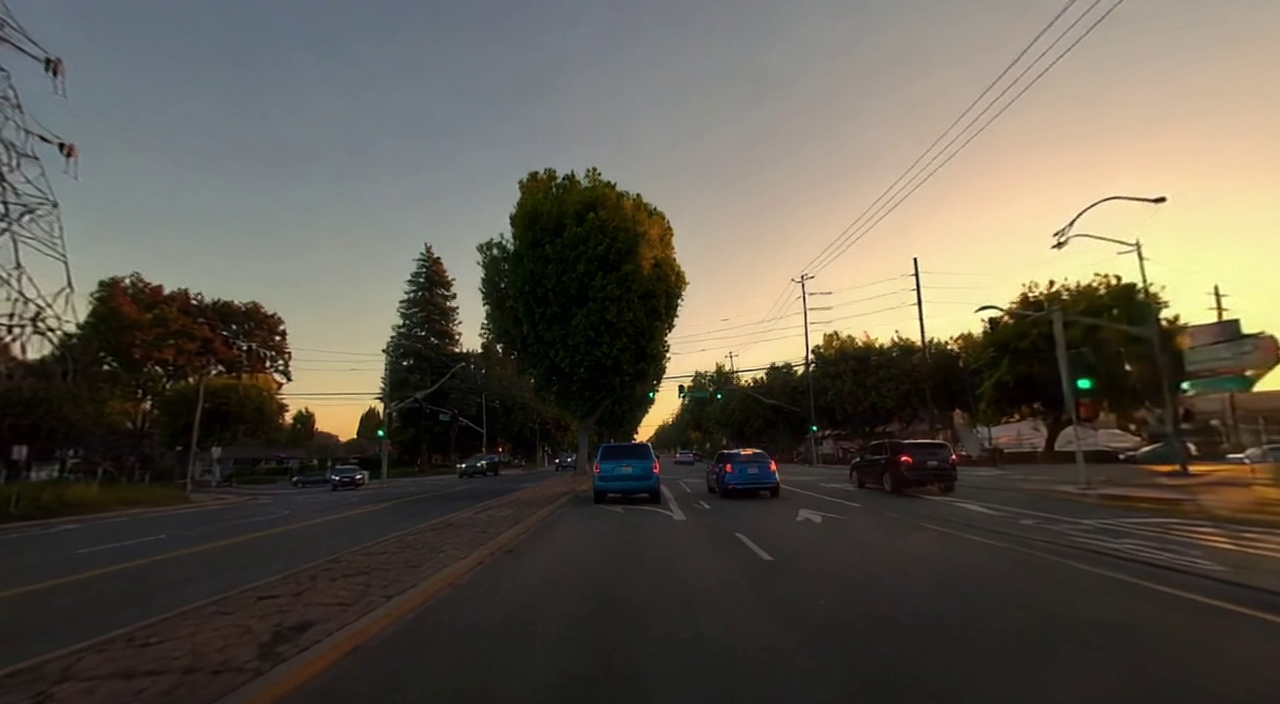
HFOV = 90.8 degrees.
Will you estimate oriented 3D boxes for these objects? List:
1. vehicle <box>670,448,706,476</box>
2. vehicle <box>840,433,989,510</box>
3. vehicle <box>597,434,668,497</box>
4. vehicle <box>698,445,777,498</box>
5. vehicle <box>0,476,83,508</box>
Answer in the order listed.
[{"bbox_3d":[3.160,7.287,42.159,1.915,1.765,4.047,0,-9,-2],"label":"vehicle"},{"bbox_3d":[7.069,3.100,16.896,1.929,1.753,4.396,0,-9,-1],"label":"vehicle"},{"bbox_3d":[-0.242,3.933,22.281,2.231,1.998,4.254,0,-9,0],"label":"vehicle"},{"bbox_3d":[3.170,3.988,21.514,1.880,1.579,4.401,0,-9,-2],"label":"vehicle"},{"bbox_3d":[-45.192,10.530,47.805,1.938,2.001,4.600,0,-9,-4],"label":"vehicle"}]
